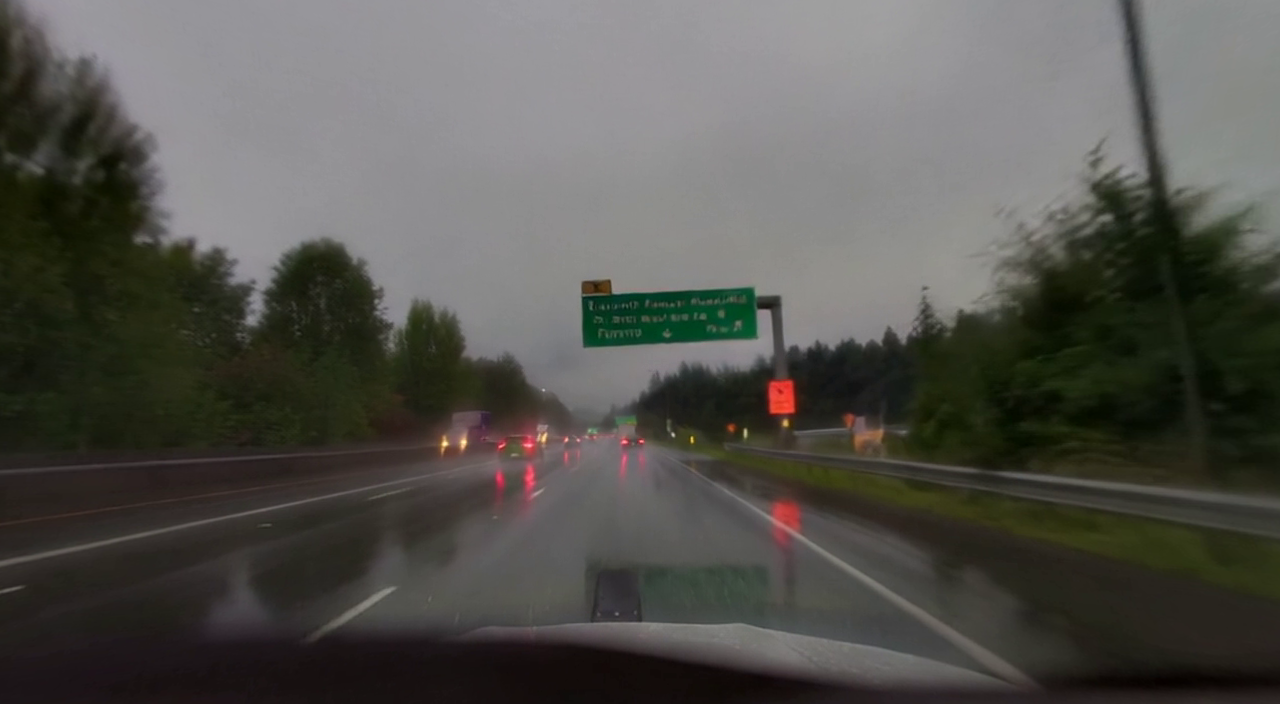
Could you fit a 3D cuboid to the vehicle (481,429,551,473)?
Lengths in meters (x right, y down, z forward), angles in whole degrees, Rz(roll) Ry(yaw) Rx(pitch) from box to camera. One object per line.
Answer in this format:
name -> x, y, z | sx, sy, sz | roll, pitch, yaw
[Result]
vehicle -> -4.600, 3.715, 23.904 | 1.959, 1.514, 3.668 | 0, -8, -1
